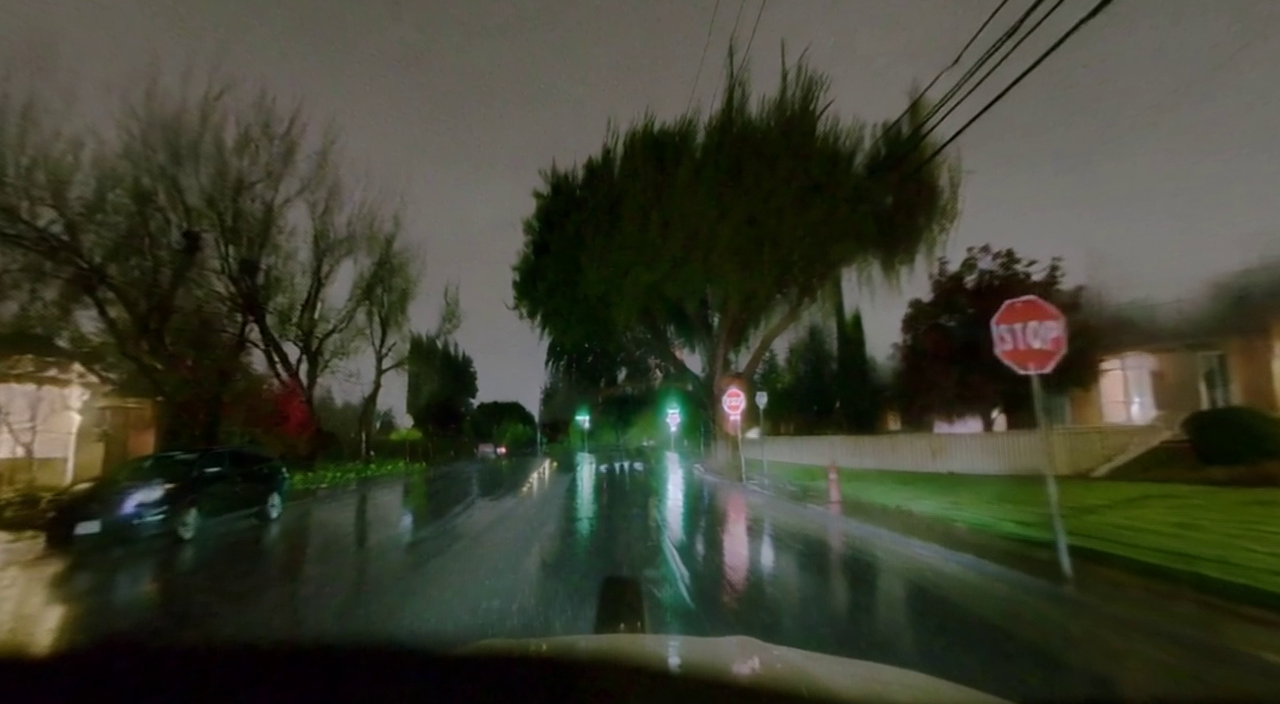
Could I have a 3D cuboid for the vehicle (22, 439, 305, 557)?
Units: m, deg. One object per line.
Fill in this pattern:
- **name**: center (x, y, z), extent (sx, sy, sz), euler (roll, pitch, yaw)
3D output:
- **vehicle**: center (-7.989, 2.404, 11.282), extent (1.994, 1.656, 4.334), euler (1, -8, -6)
